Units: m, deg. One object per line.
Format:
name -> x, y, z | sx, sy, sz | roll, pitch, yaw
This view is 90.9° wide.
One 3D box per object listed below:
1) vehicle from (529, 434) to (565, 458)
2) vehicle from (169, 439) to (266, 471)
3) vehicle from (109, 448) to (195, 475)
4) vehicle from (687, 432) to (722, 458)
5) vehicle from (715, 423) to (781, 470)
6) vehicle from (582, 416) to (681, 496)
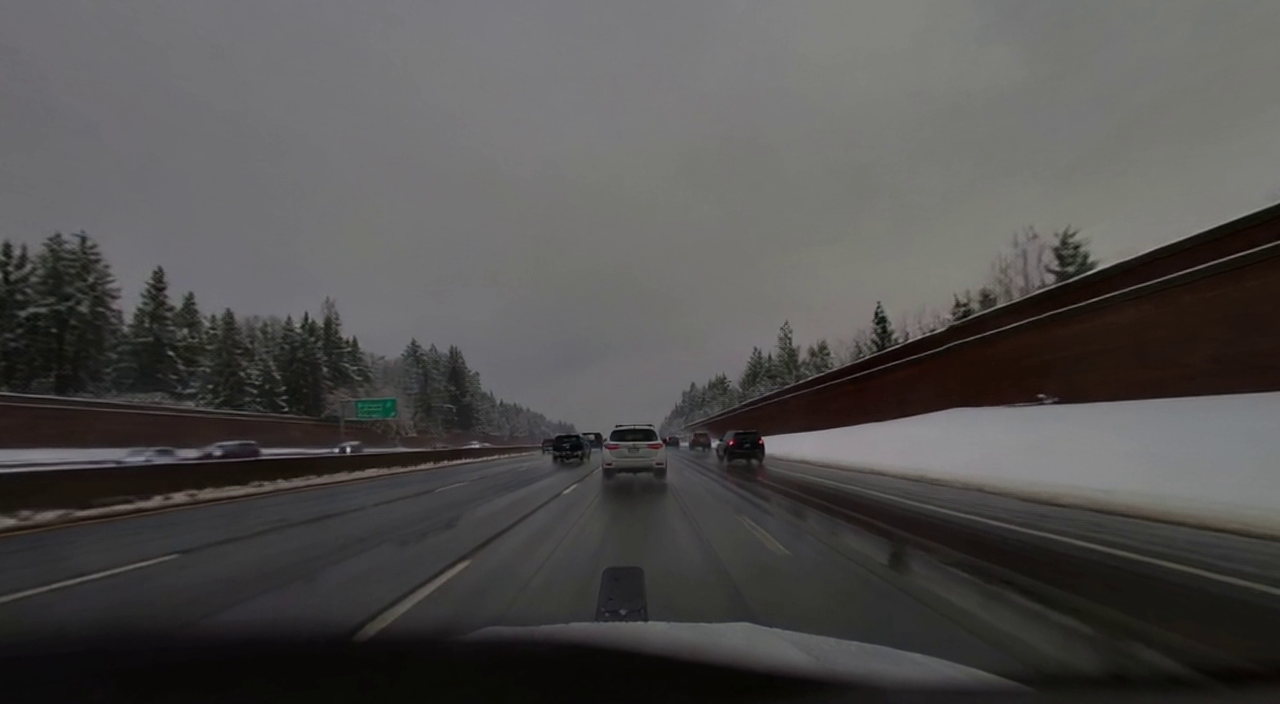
vehicle -> -6.990, 7.117, 47.854 | 2.024, 1.706, 4.249 | 0, -9, 1
vehicle -> -21.647, 5.294, 32.563 | 1.969, 1.521, 4.405 | 0, -9, 0
vehicle -> -28.693, 6.415, 37.226 | 1.721, 1.416, 4.208 | 0, -8, 0
vehicle -> 4.350, 6.332, 43.045 | 2.001, 1.651, 3.916 | 0, -9, 0
vehicle -> 4.569, 4.089, 27.259 | 2.017, 1.847, 4.299 | 0, -9, -1
vehicle -> -0.198, 2.683, 16.543 | 2.233, 1.804, 4.273 | 0, -9, 0
